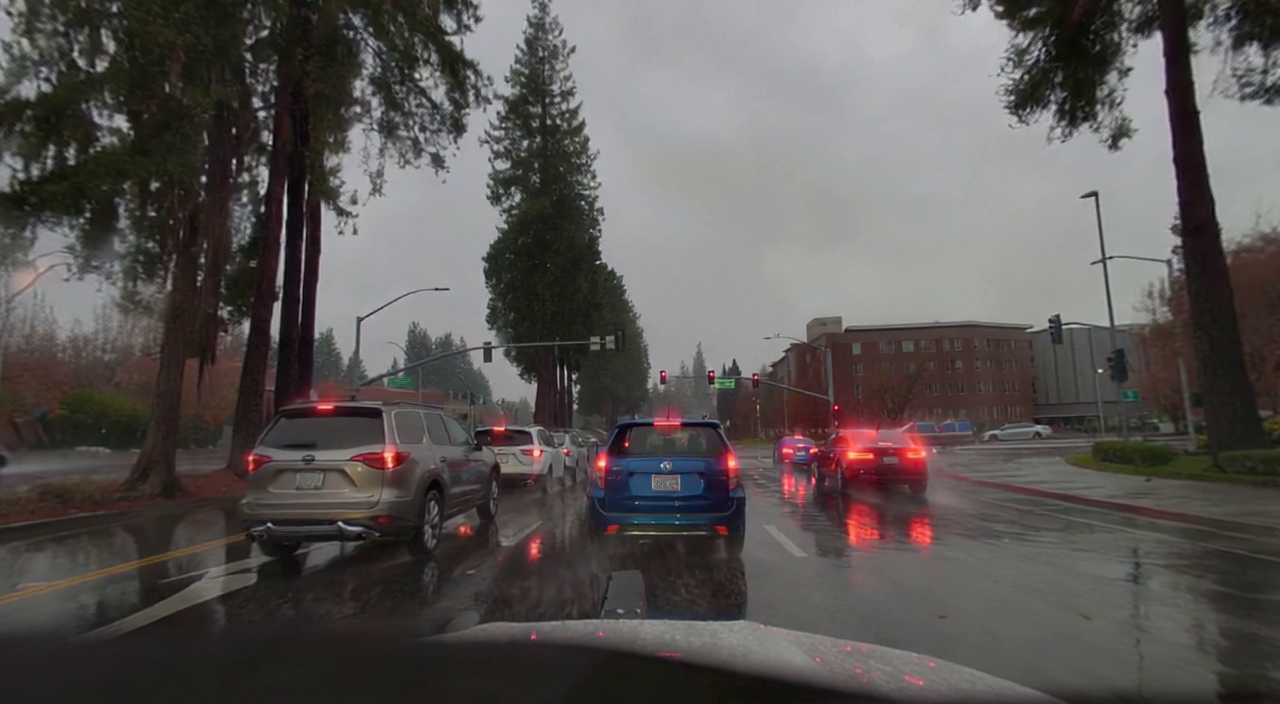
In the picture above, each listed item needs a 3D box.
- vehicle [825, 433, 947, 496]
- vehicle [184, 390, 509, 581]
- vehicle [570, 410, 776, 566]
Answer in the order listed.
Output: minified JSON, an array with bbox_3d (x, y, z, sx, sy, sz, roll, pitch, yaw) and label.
[{"bbox_3d":[6.931,3.190,18.285,2.067,1.599,4.251,-1,-8,4],"label":"vehicle"},{"bbox_3d":[-3.257,1.591,8.250,2.085,1.812,4.388,0,-8,1],"label":"vehicle"},{"bbox_3d":[0.373,1.761,8.877,2.189,1.649,4.171,0,-8,1],"label":"vehicle"}]
